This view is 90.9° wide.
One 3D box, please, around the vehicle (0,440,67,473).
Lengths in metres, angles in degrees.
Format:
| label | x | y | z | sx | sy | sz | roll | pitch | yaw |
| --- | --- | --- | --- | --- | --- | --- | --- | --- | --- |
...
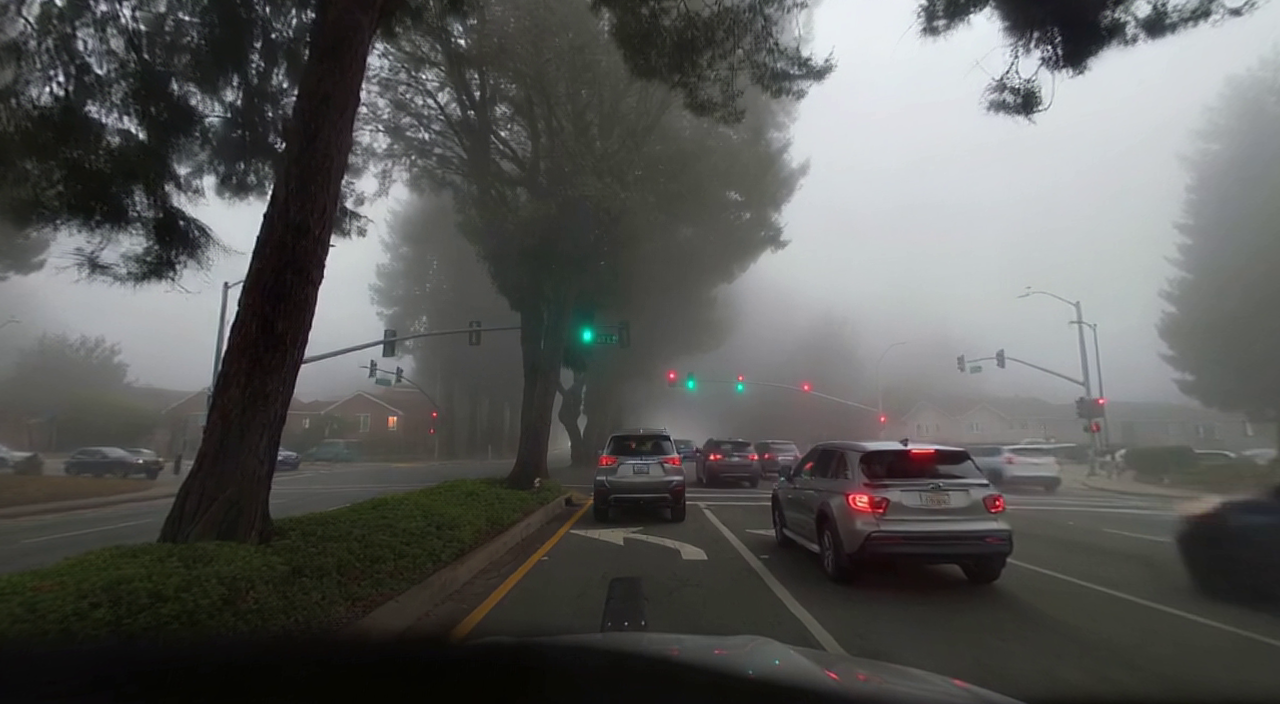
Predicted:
| label | x | y | z | sx | sy | sz | roll | pitch | yaw |
| --- | --- | --- | --- | --- | --- | --- | --- | --- | --- |
| vehicle | -35.041 | 5.778 | 34.939 | 4.465 | 1.693 | 1.959 | 2 | -9 | -1 |

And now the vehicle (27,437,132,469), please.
| label | x | y | z | sx | sy | sz | roll | pitch | yaw |
| --- | --- | --- | --- | --- | --- | --- | --- | --- | --- |
| vehicle | -36.843 | 6.631 | 41.536 | 4.771 | 1.778 | 2.032 | 3 | -8 | -3 |

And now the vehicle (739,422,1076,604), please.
| label | x | y | z | sx | sy | sz | roll | pitch | yaw |
| --- | --- | --- | --- | --- | --- | --- | --- | --- | --- |
| vehicle | 2.560 | 1.661 | 7.479 | 2.009 | 1.480 | 4.423 | 0 | -8 | -1 |

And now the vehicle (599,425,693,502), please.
| label | x | y | z | sx | sy | sz | roll | pitch | yaw |
| --- | --- | --- | --- | --- | --- | --- | --- | --- | --- |
| vehicle | 0.077 | 2.798 | 16.205 | 2.099 | 1.705 | 4.020 | 0 | -8 | -1 |

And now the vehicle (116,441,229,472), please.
| label | x | y | z | sx | sy | sz | roll | pitch | yaw |
| --- | --- | --- | --- | --- | --- | --- | --- | --- | --- |
| vehicle | -26.341 | 5.886 | 35.636 | 4.724 | 1.630 | 1.968 | 0 | -8 | -3 |

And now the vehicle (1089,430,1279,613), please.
| label | x | y | z | sx | sy | sz | roll | pitch | yaw |
| --- | --- | --- | --- | --- | --- | --- | --- | --- | --- |
| vehicle | 6.250 | 1.353 | 4.935 | 2.043 | 1.479 | 4.661 | 0 | -8 | 0 |
